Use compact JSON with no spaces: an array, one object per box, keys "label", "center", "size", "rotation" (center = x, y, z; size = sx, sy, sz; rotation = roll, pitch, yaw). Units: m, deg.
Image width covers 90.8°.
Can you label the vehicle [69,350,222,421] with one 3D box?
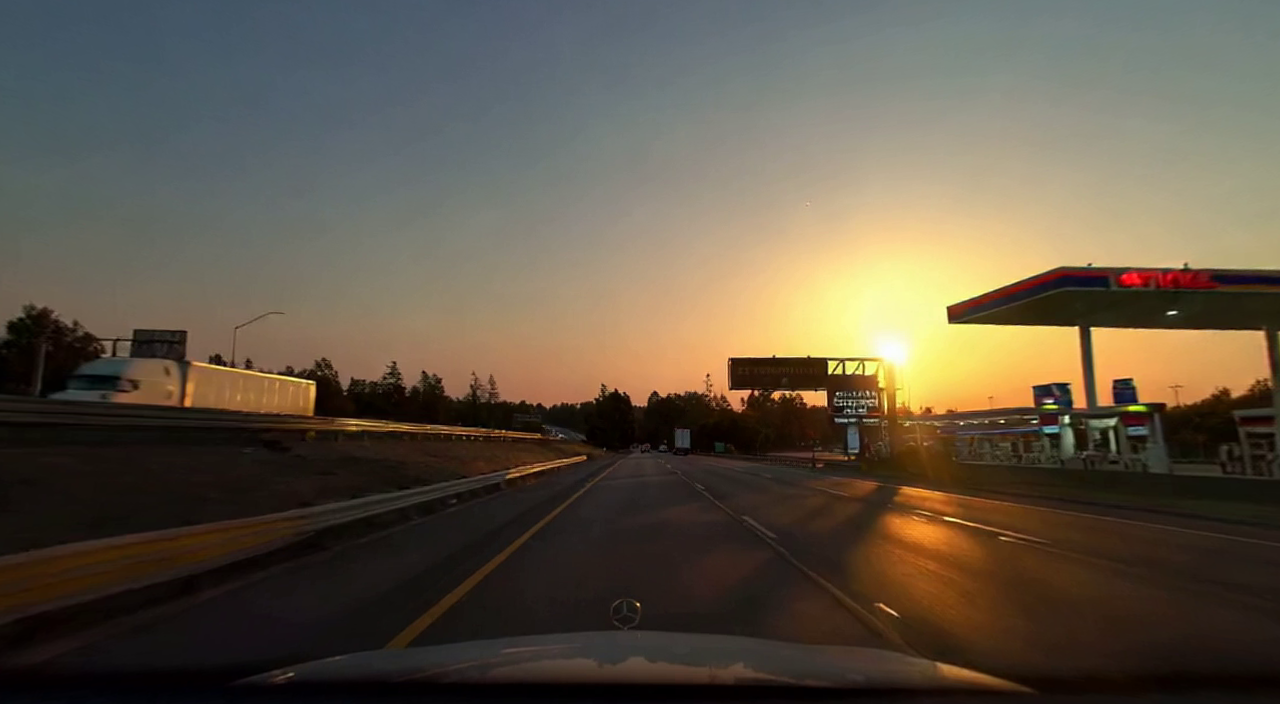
[{"label":"vehicle","center":[-28.368,2.151,36.793],"size":[2.962,3.493,7.203],"rotation":[-1,-8,0]}]

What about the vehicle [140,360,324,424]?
[{"label":"vehicle","center":[-28.448,3.322,45.887],"size":[2.890,3.470,16.042],"rotation":[-1,-8,0]}]
